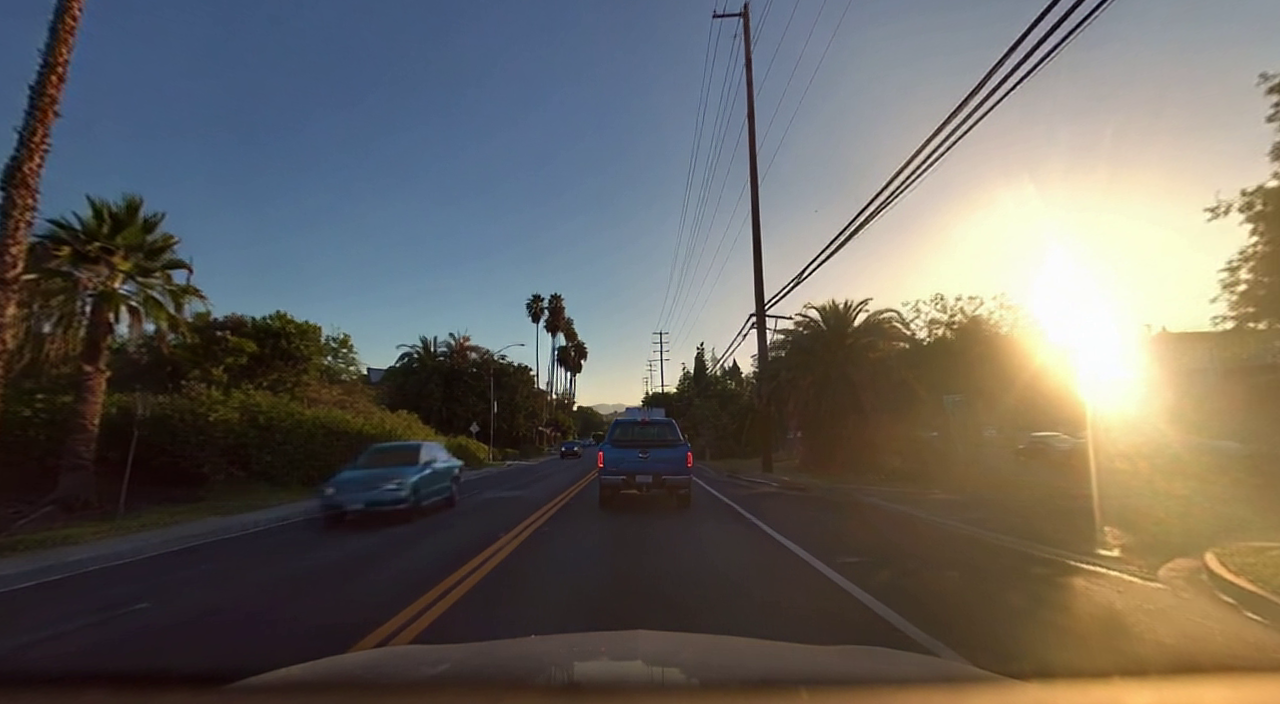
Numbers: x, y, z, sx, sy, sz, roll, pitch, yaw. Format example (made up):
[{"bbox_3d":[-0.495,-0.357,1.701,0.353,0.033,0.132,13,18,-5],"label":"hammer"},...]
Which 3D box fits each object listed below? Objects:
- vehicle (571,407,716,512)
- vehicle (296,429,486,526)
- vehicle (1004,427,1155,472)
[{"bbox_3d":[0.020,2.557,15.459,2.848,2.047,5.885,0,-8,-1],"label":"vehicle"},{"bbox_3d":[-4.779,2.466,13.014,2.159,1.627,4.505,0,-8,-1],"label":"vehicle"},{"bbox_3d":[20.326,4.564,29.720,2.277,1.836,6.267,0,-9,-4],"label":"vehicle"}]
